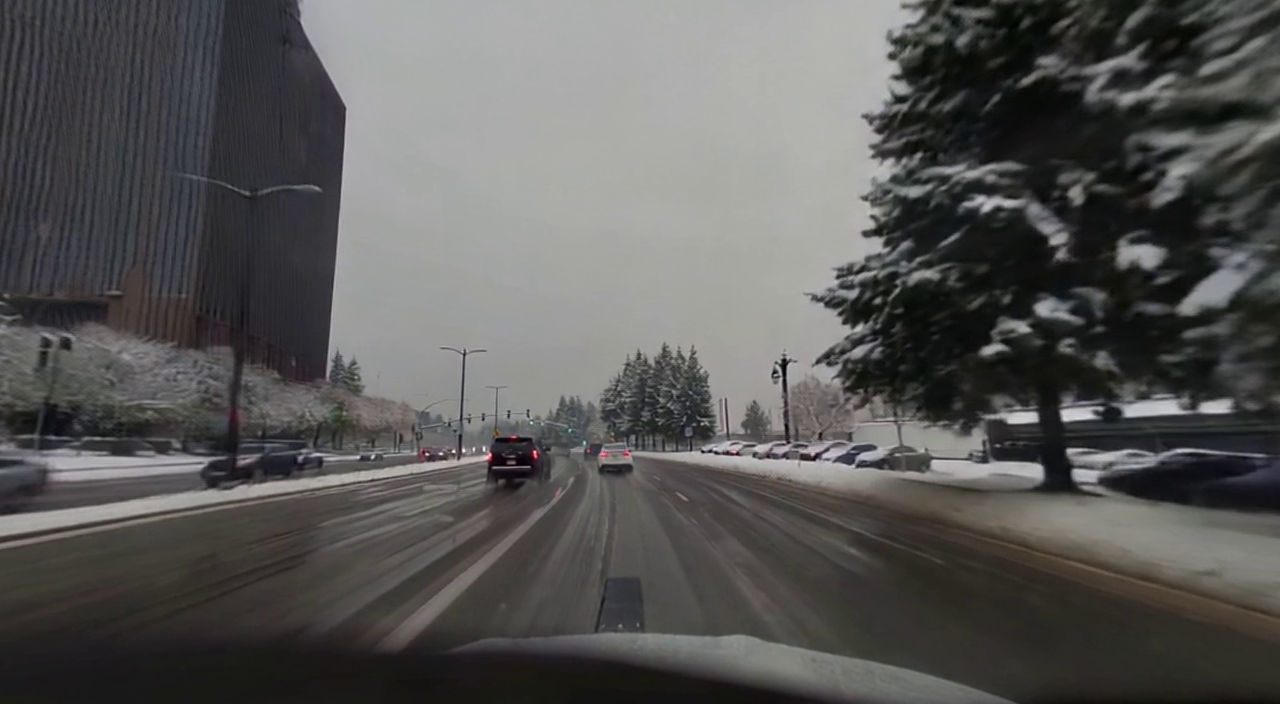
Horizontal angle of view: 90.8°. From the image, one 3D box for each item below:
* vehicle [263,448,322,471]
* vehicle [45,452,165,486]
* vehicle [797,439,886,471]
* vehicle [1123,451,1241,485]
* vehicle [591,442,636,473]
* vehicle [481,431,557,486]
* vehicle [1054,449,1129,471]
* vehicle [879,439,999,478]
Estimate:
[{"bbox_3d":[-22.177,6.864,40.529,1.751,1.342,4.414,1,-8,-7],"label":"vehicle"},{"bbox_3d":[-25.348,5.532,30.183,1.840,1.430,4.736,0,-8,-4],"label":"vehicle"},{"bbox_3d":[11.872,6.087,37.456,4.569,1.813,1.872,0,-8,-4],"label":"vehicle"},{"bbox_3d":[25.620,5.458,30.103,1.690,1.365,4.336,-1,-8,-1],"label":"vehicle"},{"bbox_3d":[-1.353,5.109,30.814,2.050,1.385,4.096,0,-8,-4],"label":"vehicle"},{"bbox_3d":[-4.279,3.839,23.059,2.001,1.784,4.483,0,-8,-2],"label":"vehicle"},{"bbox_3d":[30.840,7.380,43.337,1.689,1.351,4.643,0,-8,-1],"label":"vehicle"},{"bbox_3d":[12.976,4.661,27.644,4.264,1.566,1.854,-1,-9,2],"label":"vehicle"}]
